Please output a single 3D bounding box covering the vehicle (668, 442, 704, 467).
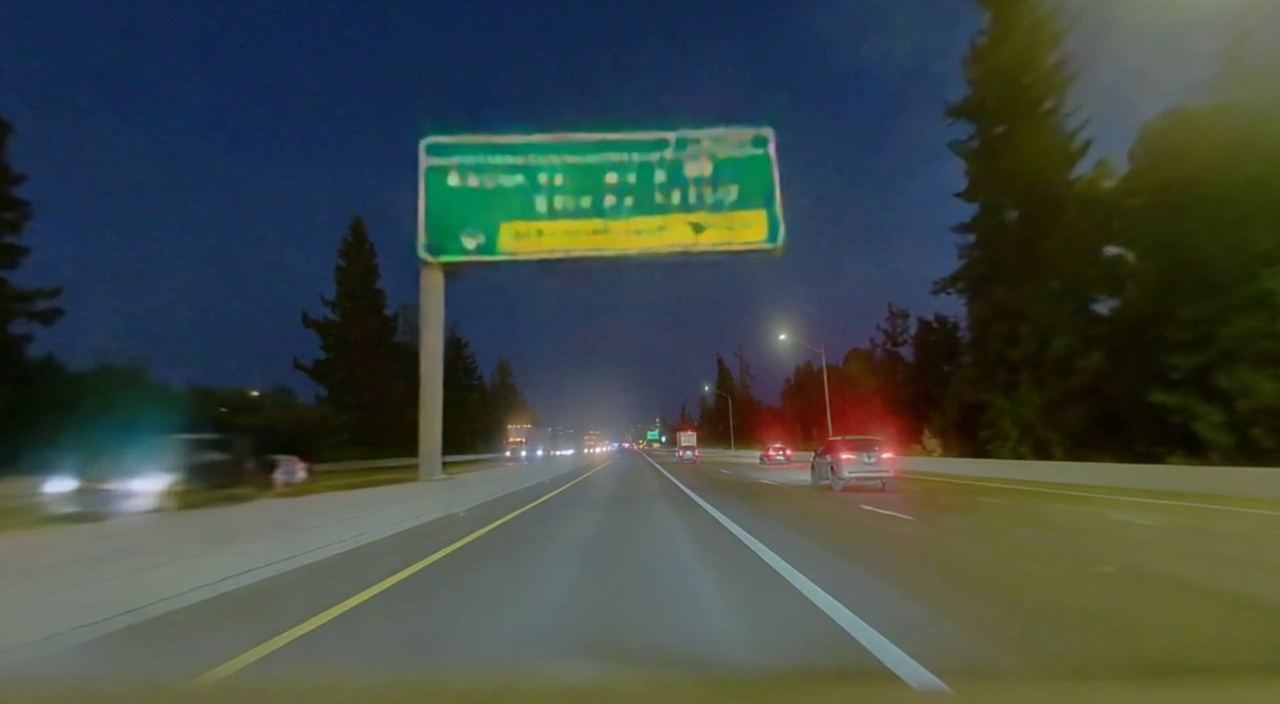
[{"bbox_3d":[3.107,7.056,43.613,2.018,1.600,4.121,0,-9,-2],"label":"vehicle"}]

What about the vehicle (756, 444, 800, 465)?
[{"bbox_3d":[10.341,7.730,47.734,1.987,1.502,5.130,0,-9,-2],"label":"vehicle"}]

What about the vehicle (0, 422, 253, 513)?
[{"bbox_3d":[-11.960,2.641,14.953,2.180,1.736,5.401,0,-9,0],"label":"vehicle"}]

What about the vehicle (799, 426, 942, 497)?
[{"bbox_3d":[6.746,3.284,19.322,2.244,1.858,5.414,0,-9,-1],"label":"vehicle"}]
